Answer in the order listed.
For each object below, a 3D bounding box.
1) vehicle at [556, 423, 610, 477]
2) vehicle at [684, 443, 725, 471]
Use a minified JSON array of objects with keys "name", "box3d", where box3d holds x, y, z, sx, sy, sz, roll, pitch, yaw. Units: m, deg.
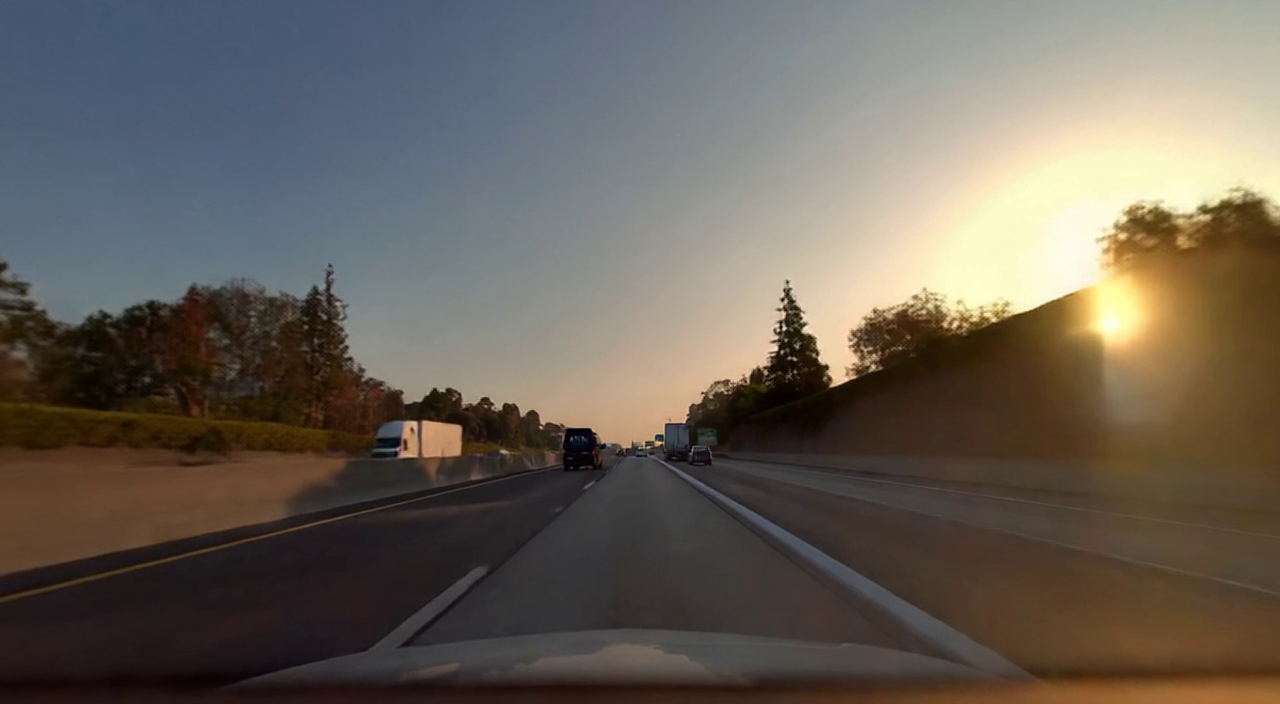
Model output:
[{"name":"vehicle","box3d":[-2.972,5.375,34.790,2.380,2.648,6.879,0,-9,0]},{"name":"vehicle","box3d":[3.984,6.561,39.711,2.066,1.638,4.158,0,-9,-2]}]
